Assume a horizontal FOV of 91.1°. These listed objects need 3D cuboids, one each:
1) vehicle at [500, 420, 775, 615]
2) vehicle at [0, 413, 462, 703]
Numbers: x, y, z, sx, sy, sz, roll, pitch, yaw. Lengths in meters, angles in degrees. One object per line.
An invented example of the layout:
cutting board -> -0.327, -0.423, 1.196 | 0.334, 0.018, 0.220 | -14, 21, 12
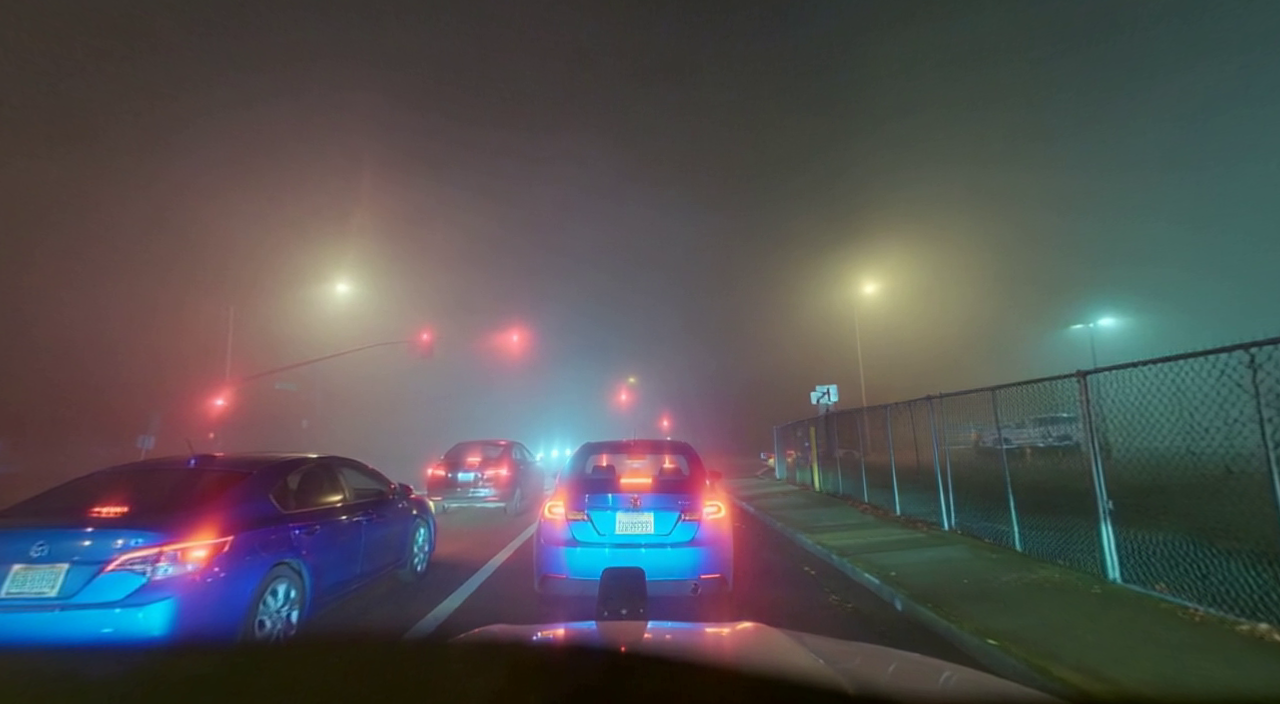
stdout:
vehicle -> -0.015, 1.603, 7.015 | 2.144, 1.514, 4.063 | 0, -9, 0
vehicle -> -3.201, 1.381, 5.250 | 1.971, 1.488, 4.581 | 0, -9, 1
